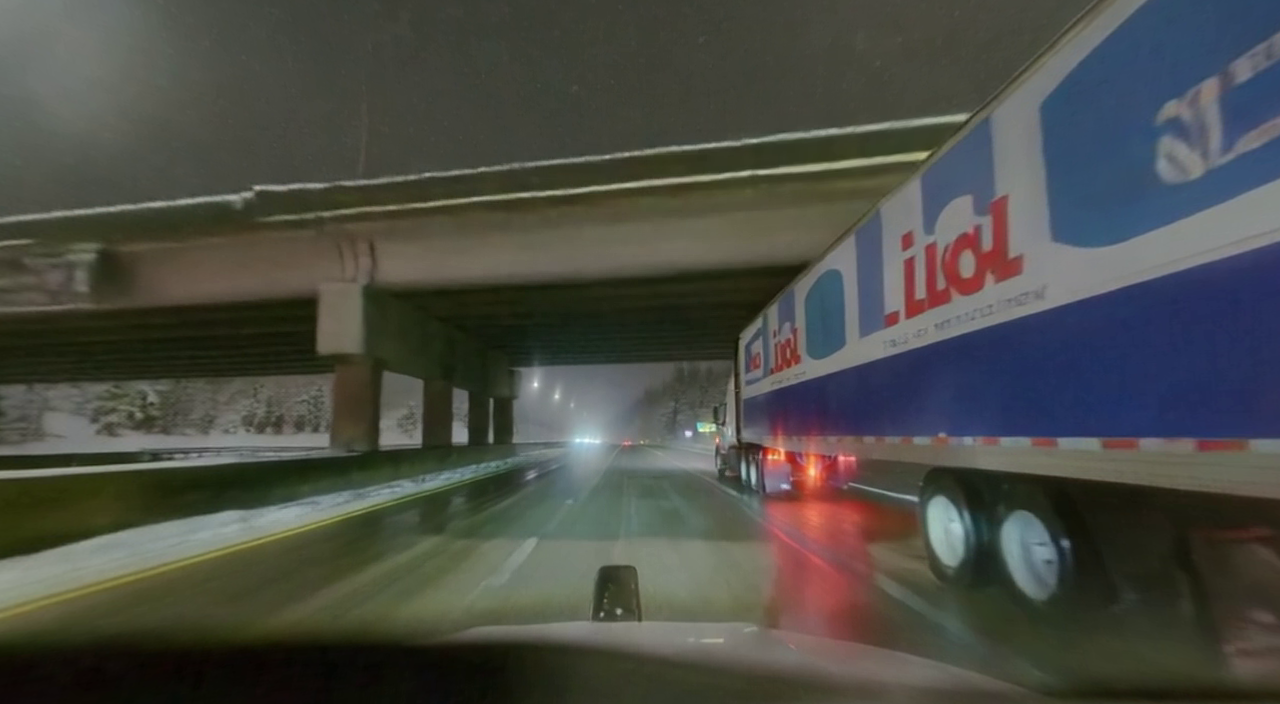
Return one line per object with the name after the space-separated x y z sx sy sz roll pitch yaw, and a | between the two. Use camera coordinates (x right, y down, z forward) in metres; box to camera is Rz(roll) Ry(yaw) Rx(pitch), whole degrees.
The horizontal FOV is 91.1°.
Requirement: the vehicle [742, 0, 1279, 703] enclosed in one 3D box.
4.152 0.261 8.004 3.034 4.194 14.704 0 -8 -1 | vehicle
